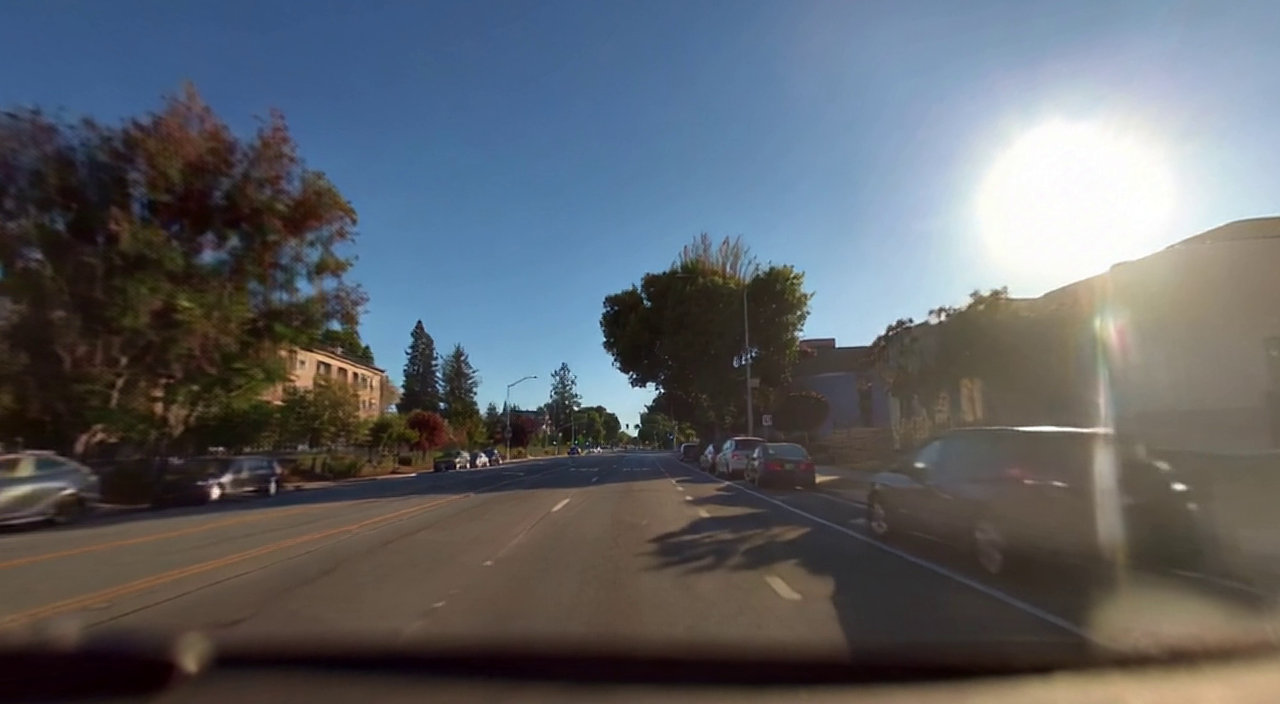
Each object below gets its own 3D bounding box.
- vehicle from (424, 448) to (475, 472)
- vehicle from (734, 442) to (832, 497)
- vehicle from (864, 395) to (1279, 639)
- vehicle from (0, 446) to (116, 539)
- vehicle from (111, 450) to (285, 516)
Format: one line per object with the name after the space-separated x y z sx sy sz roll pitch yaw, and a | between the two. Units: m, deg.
-13.913 7.896 46.496 2.163 1.641 4.875 0 -8 0 | vehicle
4.183 3.495 19.238 1.845 1.443 4.531 0 -8 -1 | vehicle
4.309 1.521 6.912 1.994 1.725 4.676 0 -8 0 | vehicle
-13.496 2.818 12.445 2.220 1.747 4.980 -3 -8 -2 | vehicle
-13.738 4.038 20.118 2.239 1.645 4.700 -3 -8 -1 | vehicle
